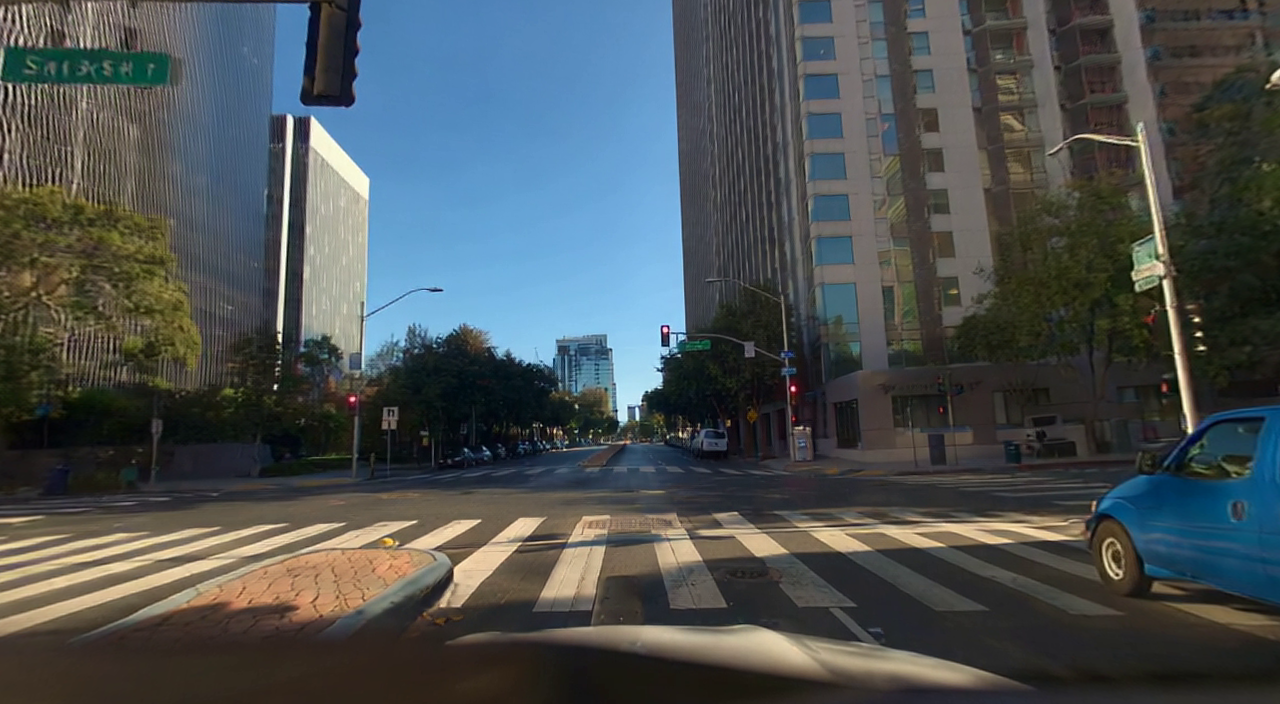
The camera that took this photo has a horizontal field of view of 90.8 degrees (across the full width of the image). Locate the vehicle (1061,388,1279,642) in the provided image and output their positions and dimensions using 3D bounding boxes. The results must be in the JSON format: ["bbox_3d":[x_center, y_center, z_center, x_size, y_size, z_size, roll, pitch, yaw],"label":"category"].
[{"bbox_3d":[5.641,1.133,4.292,2.070,1.804,4.881,0,-8,-2],"label":"vehicle"}]

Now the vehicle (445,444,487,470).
[{"bbox_3d":[-12.425,7.507,45.383,1.935,1.639,4.244,-3,-8,-2],"label":"vehicle"}]
